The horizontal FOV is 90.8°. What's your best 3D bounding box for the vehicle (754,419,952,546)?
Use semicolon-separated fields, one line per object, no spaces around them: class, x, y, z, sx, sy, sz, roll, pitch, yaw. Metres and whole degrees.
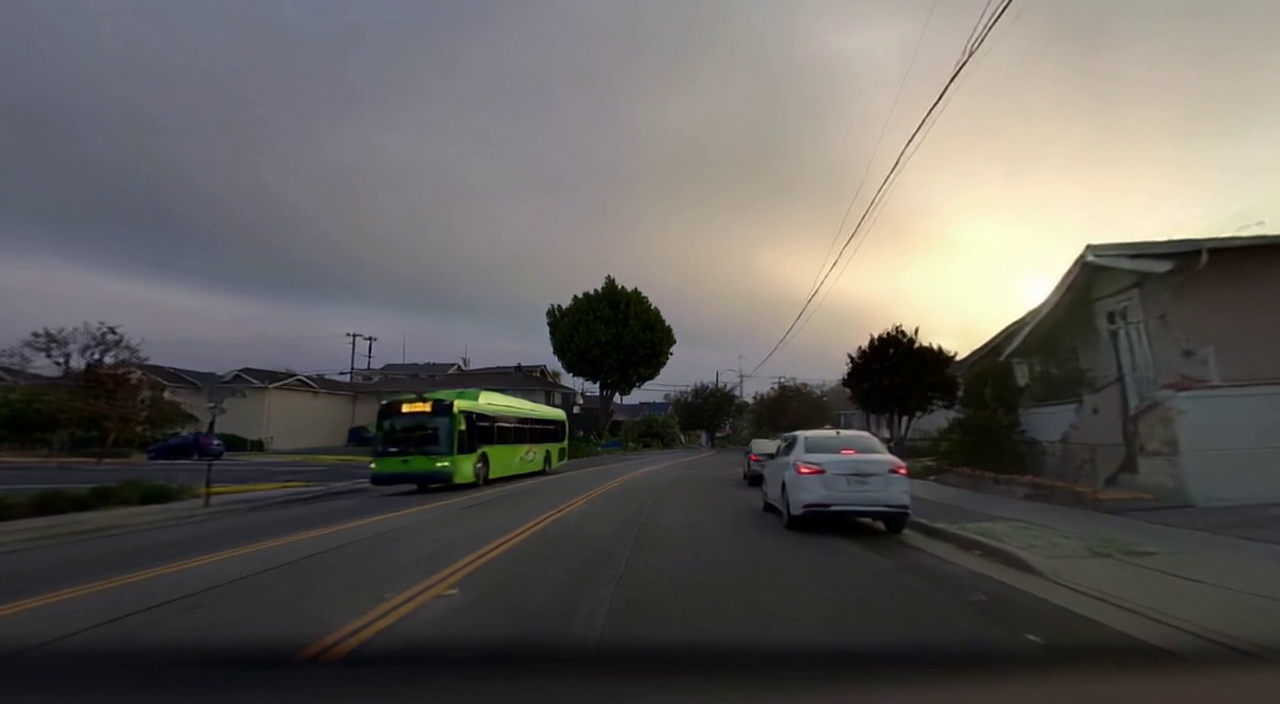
vehicle;3.089;1.974;10.158;1.984;1.601;3.994;-1;-9;3

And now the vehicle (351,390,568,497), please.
vehicle;-6.176;3.711;25.500;3.577;3.168;13.108;-1;-9;7

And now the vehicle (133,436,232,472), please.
vehicle;-24.087;5.379;33.488;2.006;1.766;4.685;1;-9;-5
